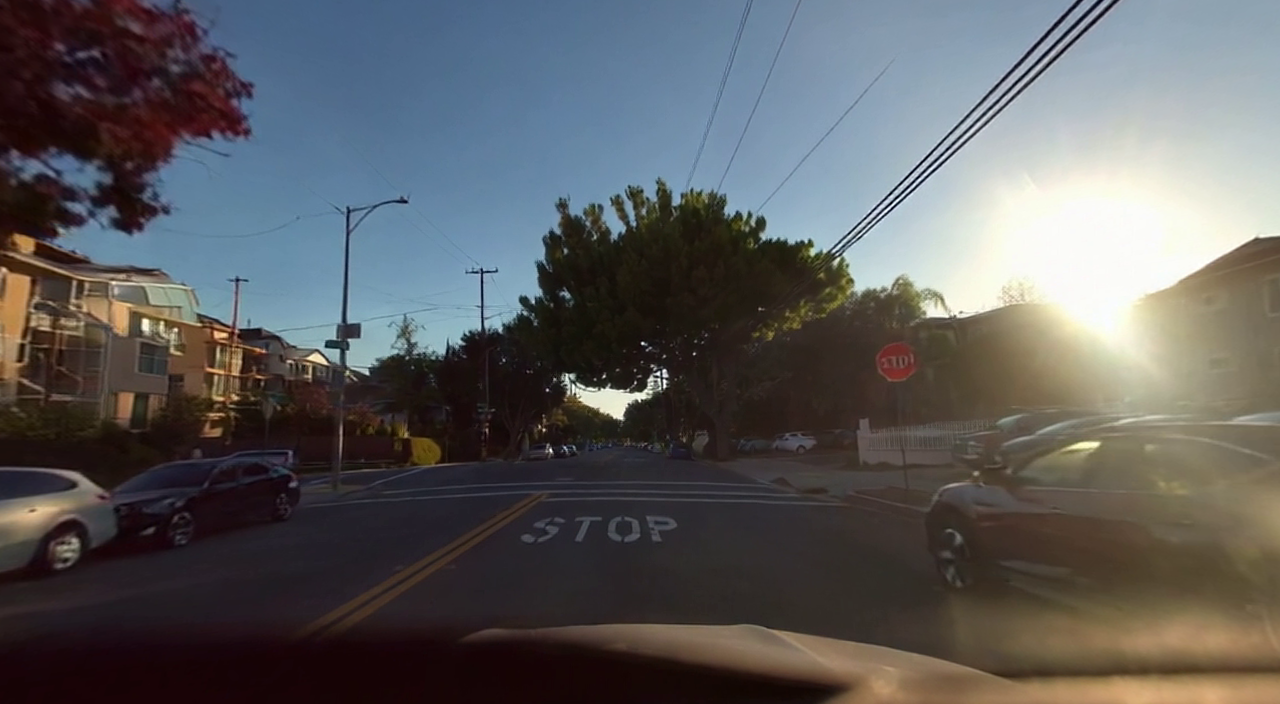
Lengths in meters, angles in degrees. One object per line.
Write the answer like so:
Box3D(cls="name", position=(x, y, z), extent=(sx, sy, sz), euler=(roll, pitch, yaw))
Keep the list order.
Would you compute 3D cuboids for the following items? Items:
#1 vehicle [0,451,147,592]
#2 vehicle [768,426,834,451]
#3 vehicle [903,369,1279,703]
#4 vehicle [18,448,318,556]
Box3D(cls="vehicle", position=(-7.871, 1.809, 6.515), extent=(1.904, 1.488, 4.600), euler=(0, -8, -1))
Box3D(cls="vehicle", position=(11.325, 6.091, 44.301), extent=(4.509, 1.664, 1.981), euler=(5, -10, -34))
Box3D(cls="vehicle", position=(3.723, 1.110, 4.292), extent=(1.976, 1.614, 4.052), euler=(0, -8, -2))
Box3D(cls="vehicle", position=(-8.147, 2.561, 11.676), extent=(2.018, 1.493, 4.693), euler=(-1, -8, -1))
